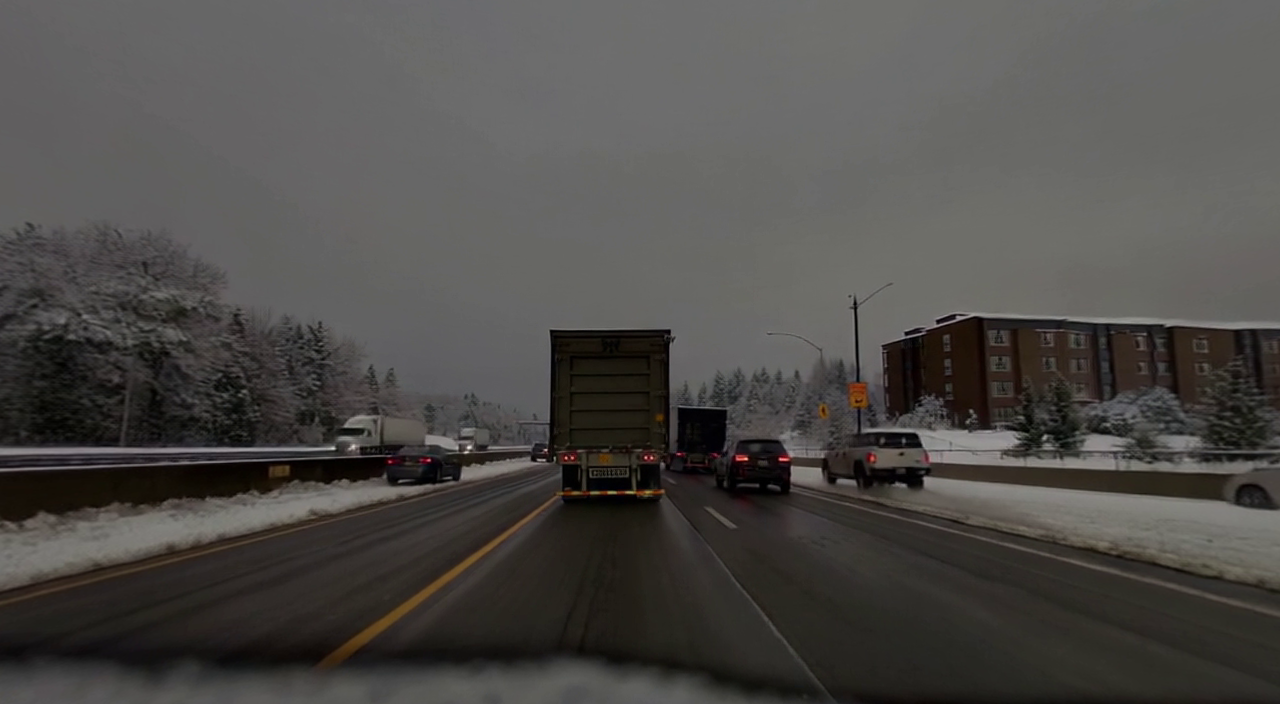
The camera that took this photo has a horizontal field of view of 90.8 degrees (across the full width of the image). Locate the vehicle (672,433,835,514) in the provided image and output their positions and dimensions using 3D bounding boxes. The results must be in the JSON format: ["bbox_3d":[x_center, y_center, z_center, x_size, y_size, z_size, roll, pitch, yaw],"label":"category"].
[{"bbox_3d":[3.113,4.068,22.684,2.869,1.940,14.755,0,-9,-1],"label":"vehicle"}]

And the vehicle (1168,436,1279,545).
[{"bbox_3d":[9.762,1.765,7.828,2.002,1.472,4.950,0,-9,-3],"label":"vehicle"}]

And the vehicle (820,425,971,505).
[{"bbox_3d":[6.792,3.060,17.456,2.070,1.888,4.546,0,-9,-2],"label":"vehicle"}]

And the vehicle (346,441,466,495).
[{"bbox_3d":[-7.180,3.596,20.003,1.973,1.471,4.779,0,-9,0],"label":"vehicle"}]

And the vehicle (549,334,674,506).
[{"bbox_3d":[-0.697,2.377,20.243,2.906,4.040,10.743,0,-9,0],"label":"vehicle"}]
